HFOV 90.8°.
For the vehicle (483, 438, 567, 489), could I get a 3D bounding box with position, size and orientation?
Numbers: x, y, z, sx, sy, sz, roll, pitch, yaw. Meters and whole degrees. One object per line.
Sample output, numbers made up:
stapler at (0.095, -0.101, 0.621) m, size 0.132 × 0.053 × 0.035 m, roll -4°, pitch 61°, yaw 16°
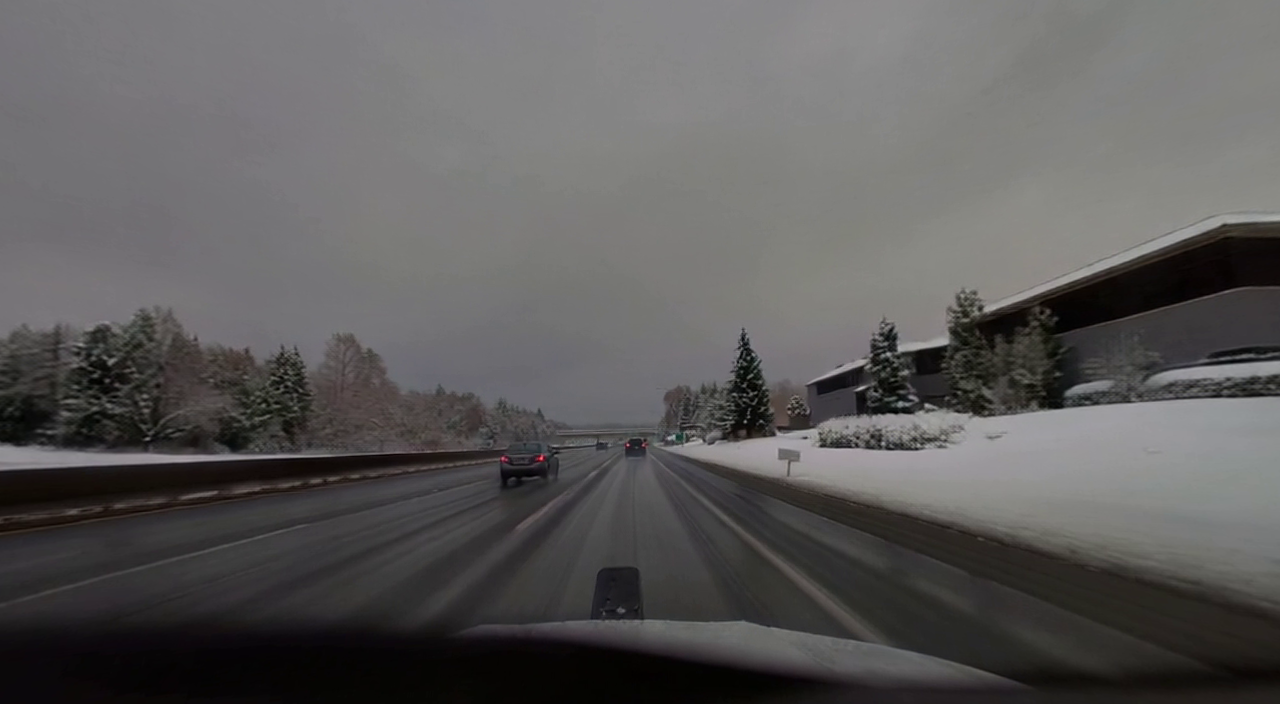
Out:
vehicle at (-3.546, 3.522, 20.275) m, size 1.920 × 1.463 × 4.134 m, roll 0°, pitch -9°, yaw 0°
